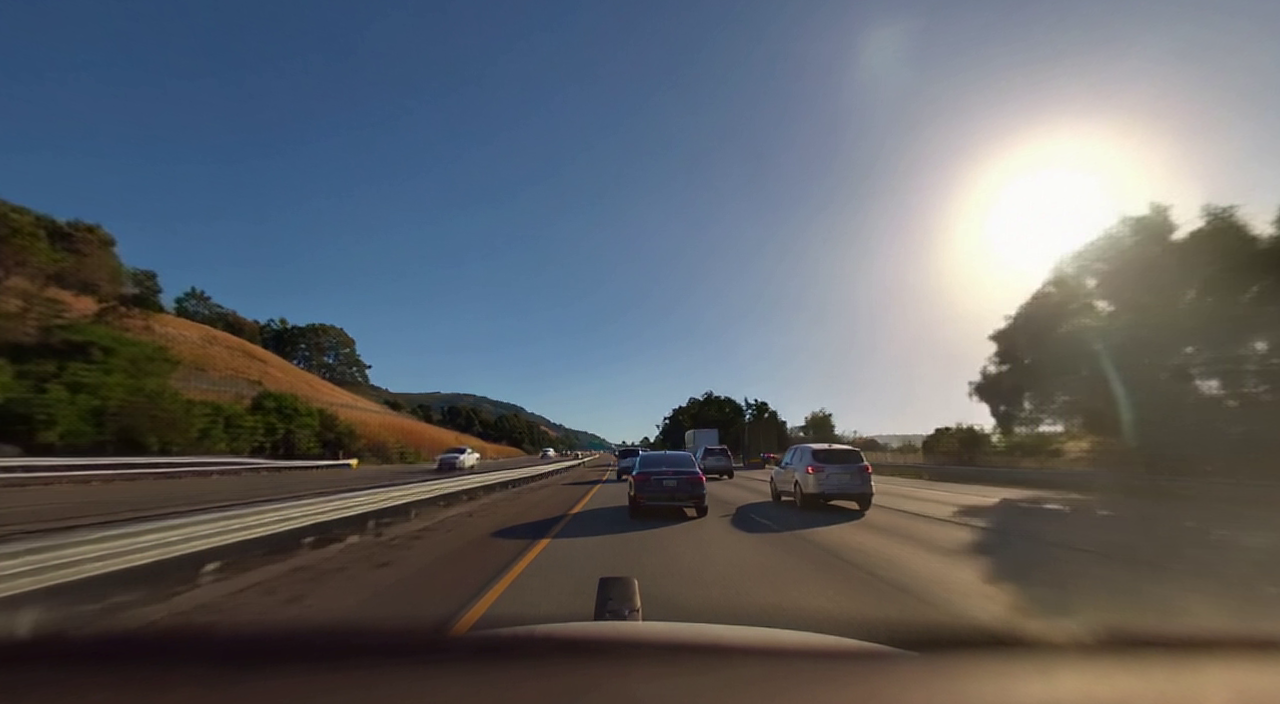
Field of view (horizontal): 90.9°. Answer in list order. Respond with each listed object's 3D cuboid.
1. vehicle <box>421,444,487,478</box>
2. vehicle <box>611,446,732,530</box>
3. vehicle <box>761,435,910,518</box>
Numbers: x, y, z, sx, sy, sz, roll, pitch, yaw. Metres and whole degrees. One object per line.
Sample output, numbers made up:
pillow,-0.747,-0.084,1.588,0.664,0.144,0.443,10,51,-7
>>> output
vehicle,-8.889,5.225,30.430,1.941,1.483,4.061,0,-9,0
vehicle,0.501,2.637,12.757,2.094,1.426,3.725,0,-9,-1
vehicle,4.437,2.907,15.184,1.998,1.657,4.604,0,-9,-1
